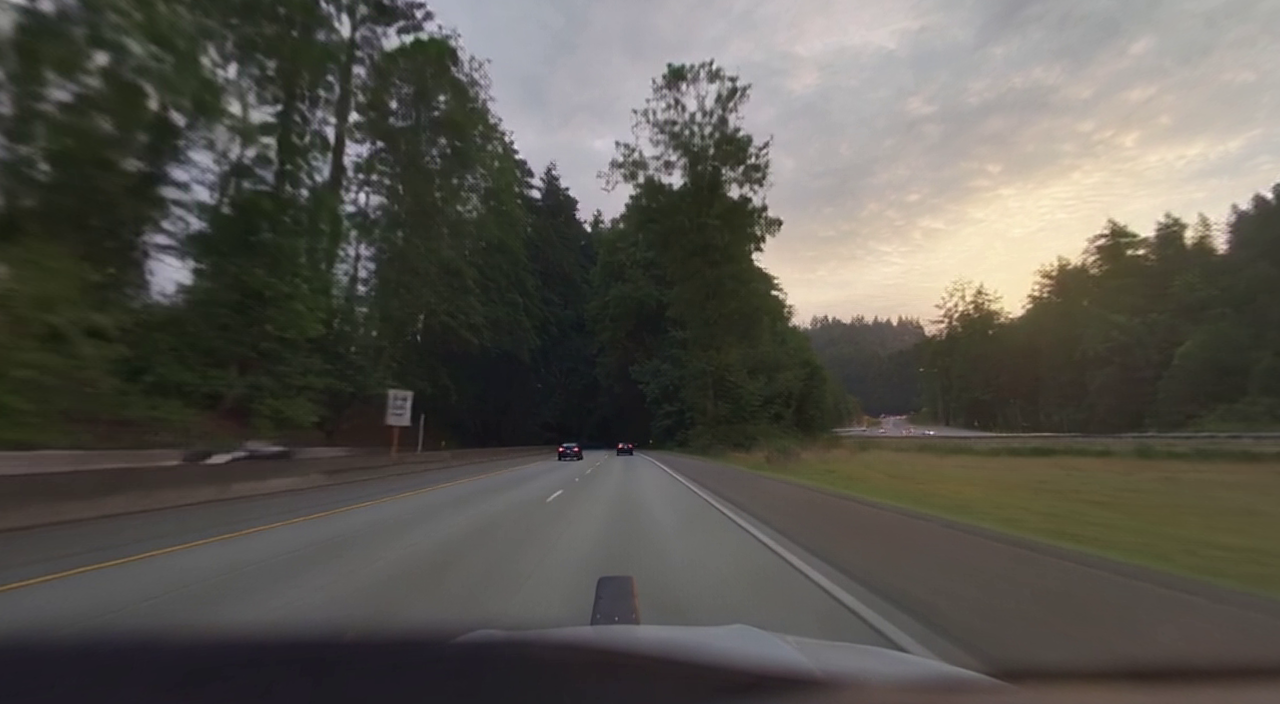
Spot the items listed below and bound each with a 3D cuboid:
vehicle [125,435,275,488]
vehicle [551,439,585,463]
[{"bbox_3d":[-15.051,3.734,21.943,1.946,1.609,4.727,0,-8,-2],"label":"vehicle"},{"bbox_3d":[-5.241,7.206,46.150,2.111,1.645,4.382,0,-8,-2],"label":"vehicle"}]
